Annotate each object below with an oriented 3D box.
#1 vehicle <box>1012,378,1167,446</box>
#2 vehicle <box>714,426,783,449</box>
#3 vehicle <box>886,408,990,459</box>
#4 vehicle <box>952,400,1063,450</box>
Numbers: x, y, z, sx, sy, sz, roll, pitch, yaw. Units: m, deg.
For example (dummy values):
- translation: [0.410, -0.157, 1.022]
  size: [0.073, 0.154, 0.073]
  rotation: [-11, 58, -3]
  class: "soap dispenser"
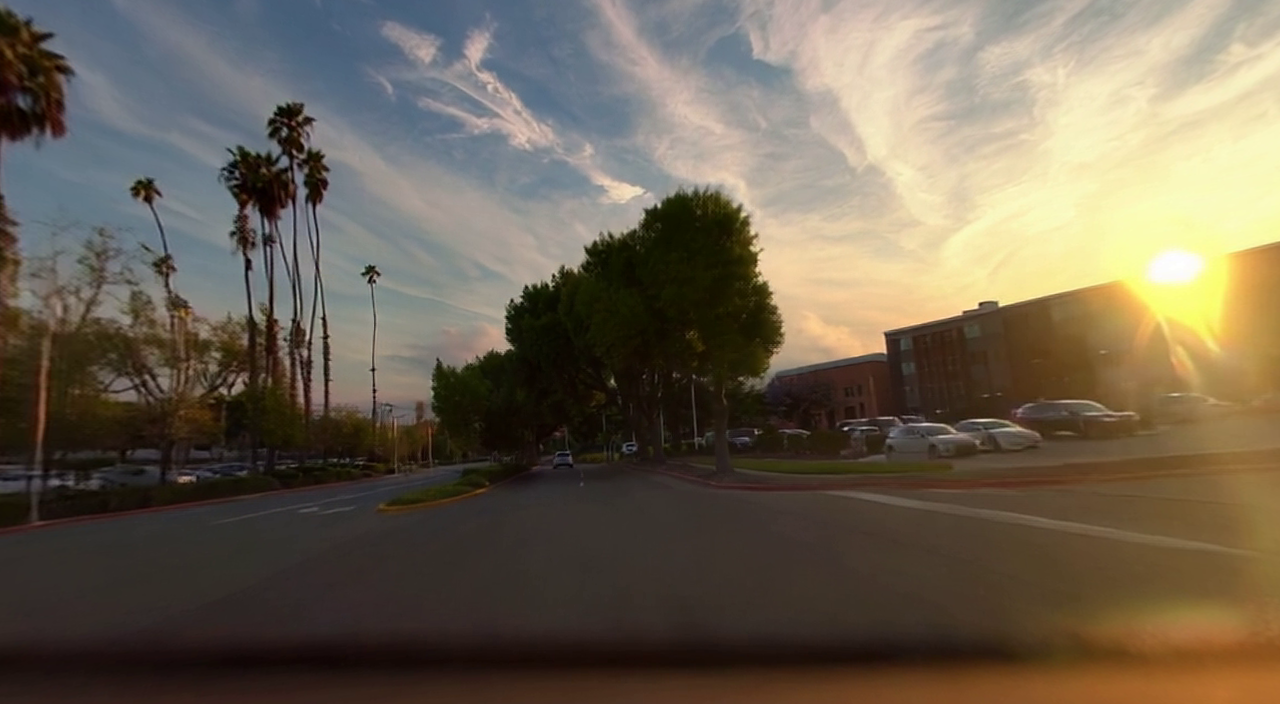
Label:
- translation: [16.650, 2.388, 23.730]
  size: [2.237, 1.962, 5.424]
  rotation: [-9, -9, 8]
  class: "vehicle"
- translation: [8.090, 6.433, 46.980]
  size: [4.671, 1.630, 2.200]
  rotation: [0, -9, -4]
  class: "vehicle"
- translation: [11.227, 3.185, 24.102]
  size: [2.196, 1.715, 4.918]
  rotation: [-2, -9, 9]
  class: "vehicle"
- translation: [13.812, 2.875, 23.970]
  size: [2.065, 1.687, 4.584]
  rotation: [-2, -9, 10]
  class: "vehicle"
